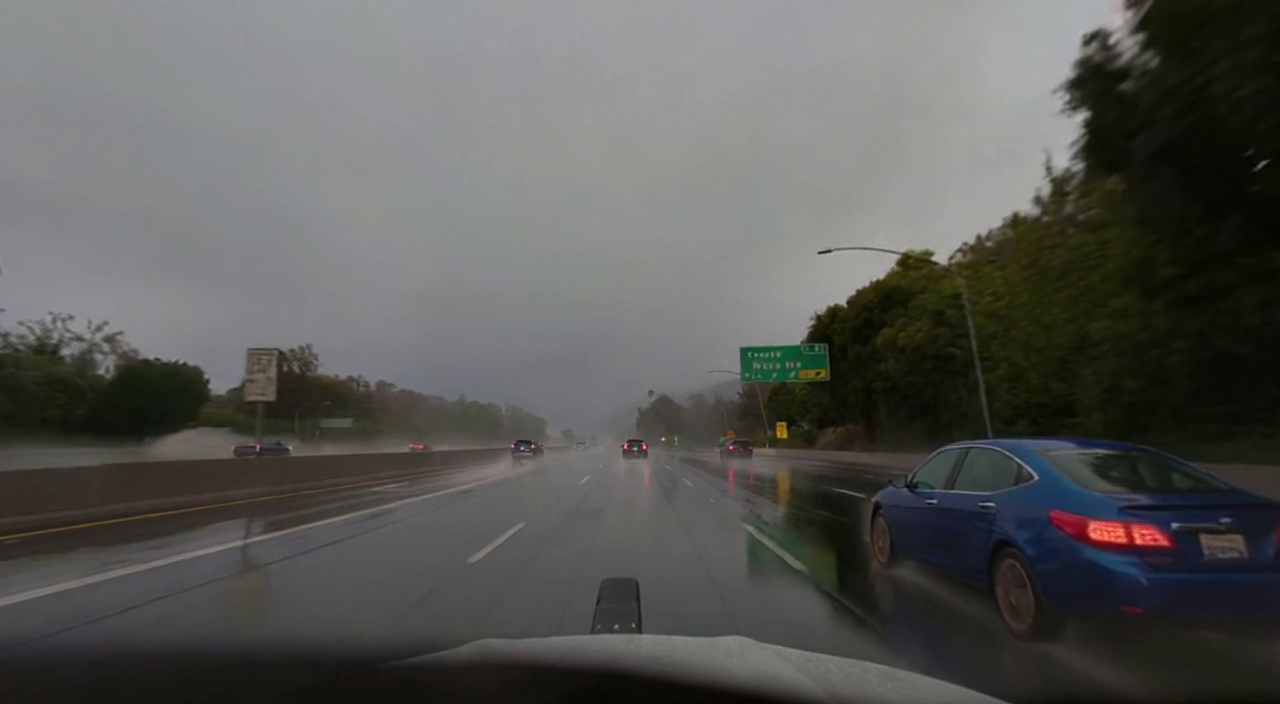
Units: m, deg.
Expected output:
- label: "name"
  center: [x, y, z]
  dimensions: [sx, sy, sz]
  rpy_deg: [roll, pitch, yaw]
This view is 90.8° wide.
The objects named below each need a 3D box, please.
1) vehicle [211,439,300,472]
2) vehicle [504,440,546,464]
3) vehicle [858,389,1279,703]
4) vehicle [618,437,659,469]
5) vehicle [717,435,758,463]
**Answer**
- label: "vehicle"
  center: [-21.368, 5.770, 35.397]
  dimensions: [2.058, 1.667, 4.623]
  rpy_deg: [0, -9, 0]
- label: "vehicle"
  center: [-8.110, 7.078, 44.871]
  dimensions: [2.028, 1.552, 4.922]
  rpy_deg: [0, -9, 0]
- label: "vehicle"
  center: [3.235, 1.138, 3.857]
  dimensions: [2.072, 1.501, 4.694]
  rpy_deg: [0, -9, -1]
- label: "vehicle"
  center: [-0.098, 5.602, 35.105]
  dimensions: [2.157, 1.642, 4.189]
  rpy_deg: [0, -9, -1]
- label: "vehicle"
  center: [7.110, 7.149, 46.680]
  dimensions: [2.103, 1.898, 5.310]
  rpy_deg: [0, -9, -1]
